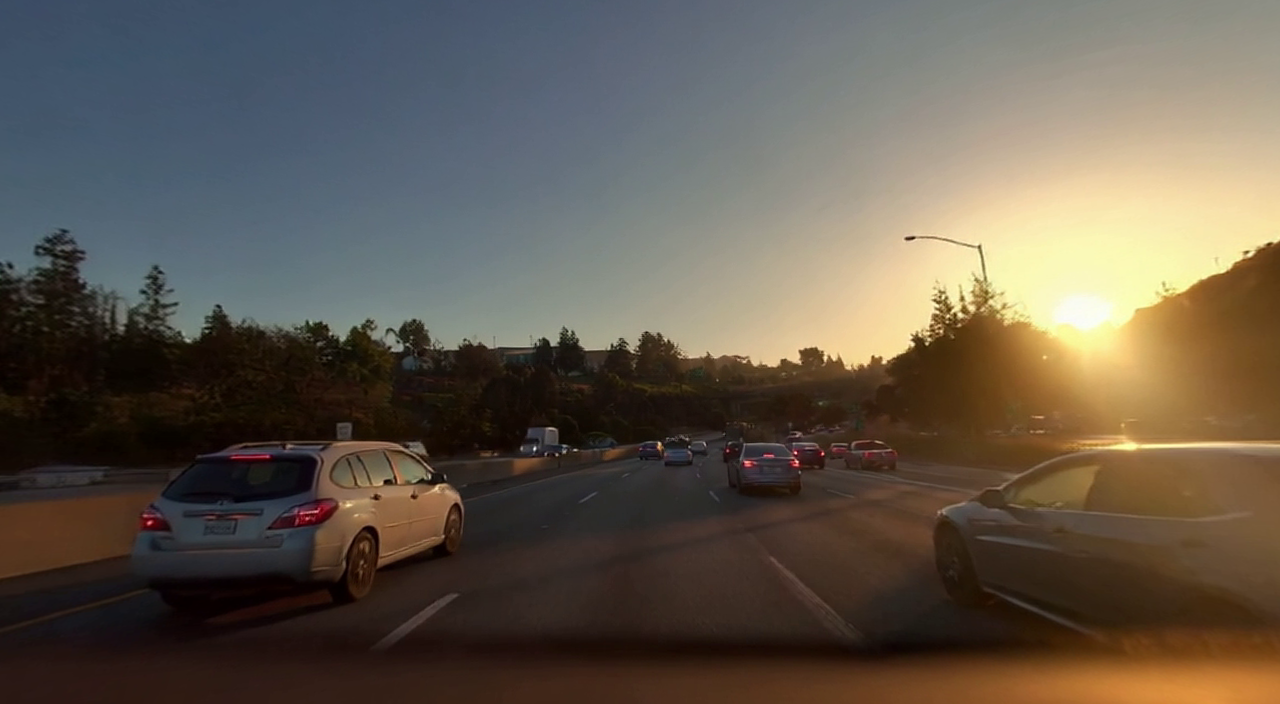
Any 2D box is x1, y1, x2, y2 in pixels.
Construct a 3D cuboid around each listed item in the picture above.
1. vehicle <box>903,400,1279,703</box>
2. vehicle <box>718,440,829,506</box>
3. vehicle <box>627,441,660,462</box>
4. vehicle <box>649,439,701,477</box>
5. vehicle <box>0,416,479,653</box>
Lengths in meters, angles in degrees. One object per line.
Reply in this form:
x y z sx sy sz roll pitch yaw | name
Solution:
3.410 1.093 3.399 2.014 1.489 4.696 0 -9 1 | vehicle
3.335 3.130 16.698 2.009 1.489 4.559 0 -9 1 | vehicle
0.293 7.713 48.748 2.059 1.516 4.236 -1 -9 7 | vehicle
1.612 4.826 28.811 2.201 1.614 3.803 -1 -9 3 | vehicle
-3.260 1.568 6.503 1.937 1.558 4.469 0 -9 1 | vehicle
